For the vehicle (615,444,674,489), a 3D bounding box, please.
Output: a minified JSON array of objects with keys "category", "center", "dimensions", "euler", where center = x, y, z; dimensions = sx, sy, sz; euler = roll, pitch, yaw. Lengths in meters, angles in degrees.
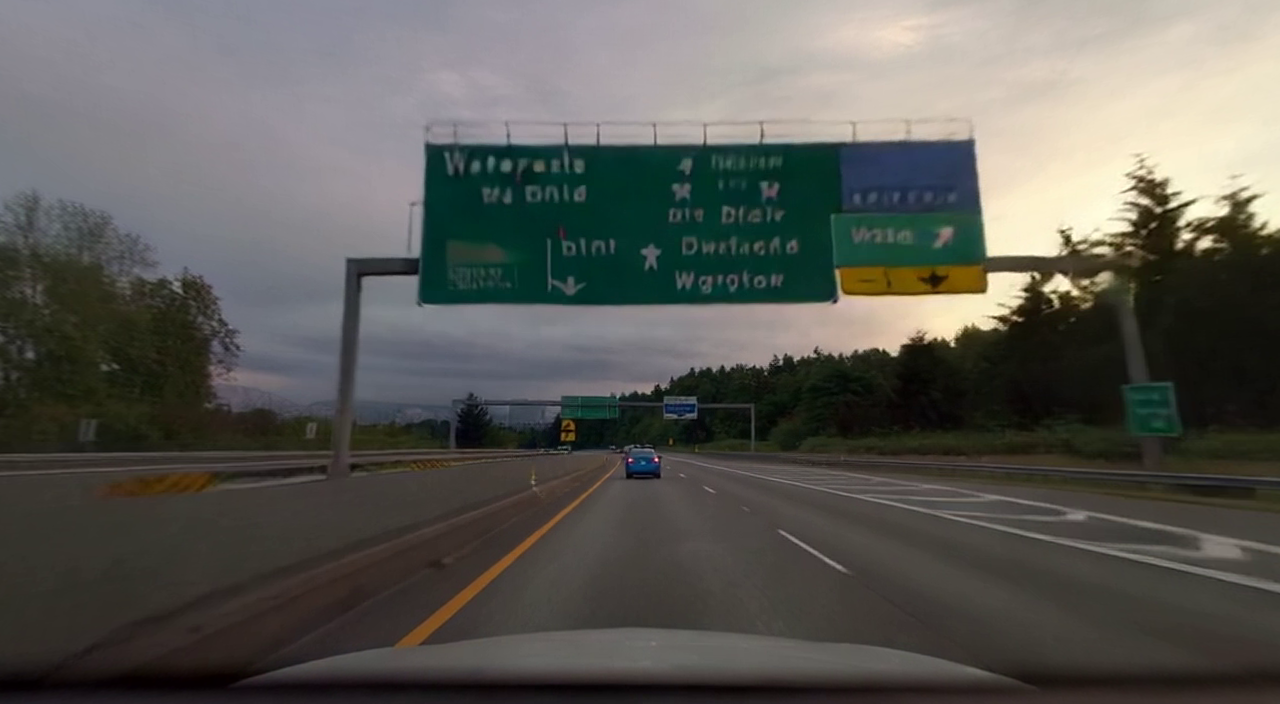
[{"category":"vehicle","center":[0.136,4.323,24.122],"dimensions":[2.069,1.523,4.012],"euler":[0,-9,-1]}]
